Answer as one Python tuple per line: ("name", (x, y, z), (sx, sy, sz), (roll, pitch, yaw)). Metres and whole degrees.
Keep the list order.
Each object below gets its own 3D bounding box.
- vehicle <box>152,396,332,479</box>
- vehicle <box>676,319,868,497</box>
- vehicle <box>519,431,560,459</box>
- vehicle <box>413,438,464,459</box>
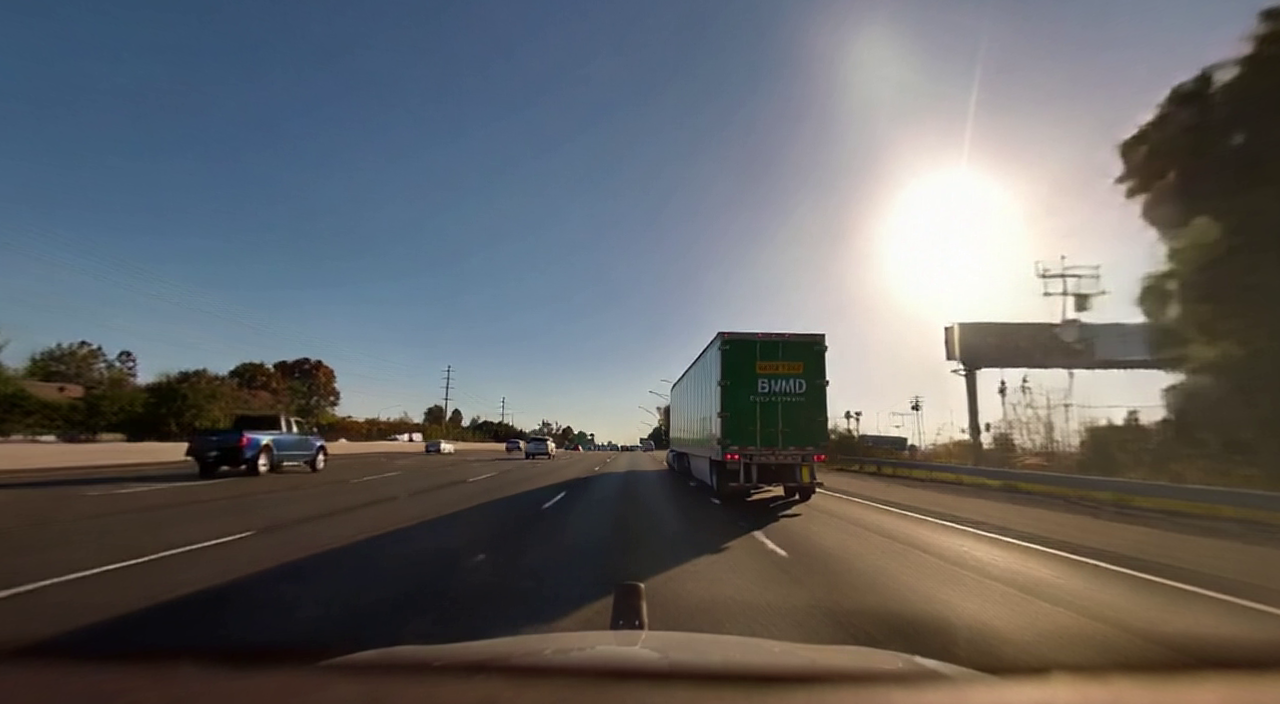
("vehicle", (-13.940, 3.104, 22.835), (2.307, 2.571, 6.260), (0, -8, 0))
("vehicle", (3.327, 2.280, 21.494), (2.891, 3.944, 15.051), (0, -8, -2))
("vehicle", (-7.303, 6.801, 46.333), (2.100, 1.905, 5.119), (0, -8, 1))
("vehicle", (-14.074, 6.771, 44.406), (2.067, 1.398, 4.863), (0, -8, -1))
